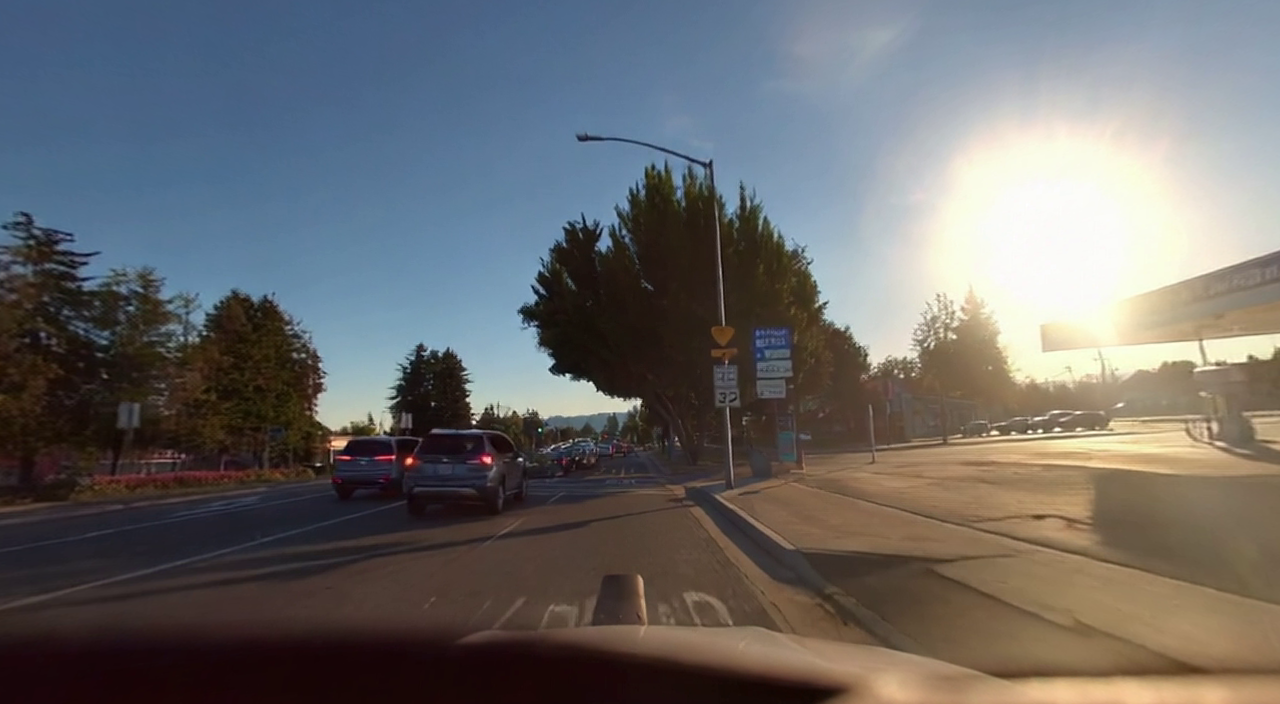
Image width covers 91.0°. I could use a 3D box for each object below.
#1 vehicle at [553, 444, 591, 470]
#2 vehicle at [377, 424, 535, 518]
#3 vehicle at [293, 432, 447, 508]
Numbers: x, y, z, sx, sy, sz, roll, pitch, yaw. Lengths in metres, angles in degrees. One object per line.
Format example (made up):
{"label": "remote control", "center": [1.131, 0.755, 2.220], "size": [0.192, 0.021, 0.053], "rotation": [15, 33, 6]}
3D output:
{"label": "vehicle", "center": [-4.436, 6.932, 41.673], "size": [2.060, 1.580, 3.980], "rotation": [0, -9, 1]}
{"label": "vehicle", "center": [-4.011, 2.710, 14.715], "size": [2.306, 1.815, 4.476], "rotation": [0, -9, 0]}
{"label": "vehicle", "center": [-7.127, 3.170, 17.302], "size": [2.102, 1.774, 4.662], "rotation": [0, -9, 0]}
